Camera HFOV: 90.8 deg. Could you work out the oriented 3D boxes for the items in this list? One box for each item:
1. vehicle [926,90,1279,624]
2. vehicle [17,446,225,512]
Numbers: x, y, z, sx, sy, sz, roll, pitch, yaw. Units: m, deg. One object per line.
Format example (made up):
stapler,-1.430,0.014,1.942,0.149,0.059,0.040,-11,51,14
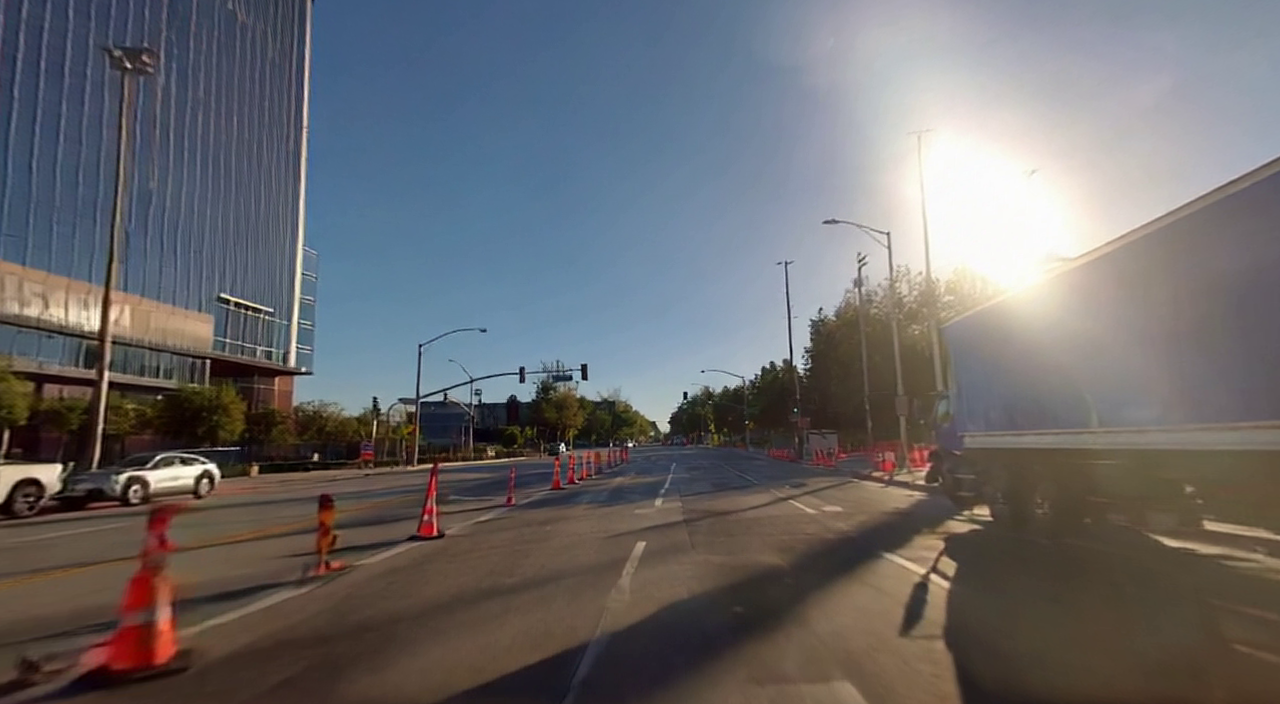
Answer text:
vehicle,6.388,0.230,5.939,3.176,3.913,9.805,0,-8,3
vehicle,-15.161,3.687,18.957,1.925,1.665,4.893,0,-8,2
